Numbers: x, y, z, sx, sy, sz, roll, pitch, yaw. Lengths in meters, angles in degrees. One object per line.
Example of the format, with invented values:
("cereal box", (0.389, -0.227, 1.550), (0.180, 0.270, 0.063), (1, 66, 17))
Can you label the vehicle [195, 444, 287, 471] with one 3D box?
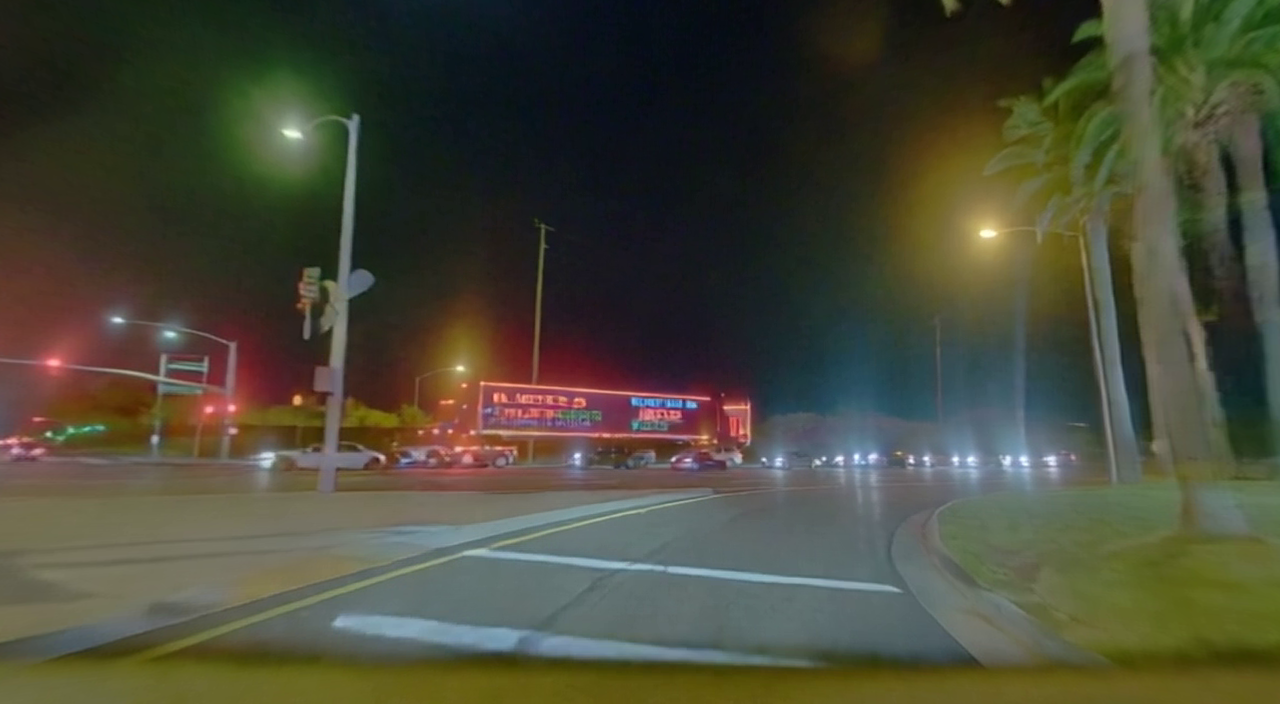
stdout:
("vehicle", (-23.388, 6.226, 37.000), (4.389, 1.502, 1.794), (5, -10, -30))

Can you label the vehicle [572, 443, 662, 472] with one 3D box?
("vehicle", (-1.350, 6.351, 37.690), (5.112, 1.593, 1.865), (5, -12, -29))

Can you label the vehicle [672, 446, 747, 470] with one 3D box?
("vehicle", (4.612, 6.988, 41.347), (4.774, 1.493, 1.854), (6, -10, -30))

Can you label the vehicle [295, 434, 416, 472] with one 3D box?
("vehicle", (-12.622, 4.530, 27.931), (4.648, 1.501, 1.862), (7, -11, -29))

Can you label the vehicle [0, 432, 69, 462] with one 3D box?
("vehicle", (-38.867, 6.122, 40.336), (2.114, 1.784, 4.450), (5, -10, -30))

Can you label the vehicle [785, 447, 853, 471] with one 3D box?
("vehicle", (12.088, 7.191, 42.359), (4.356, 1.543, 1.844), (6, -10, -30))

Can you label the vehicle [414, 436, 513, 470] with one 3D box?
("vehicle", (-9.296, 5.323, 33.202), (4.713, 1.664, 1.909), (4, -11, -30))
